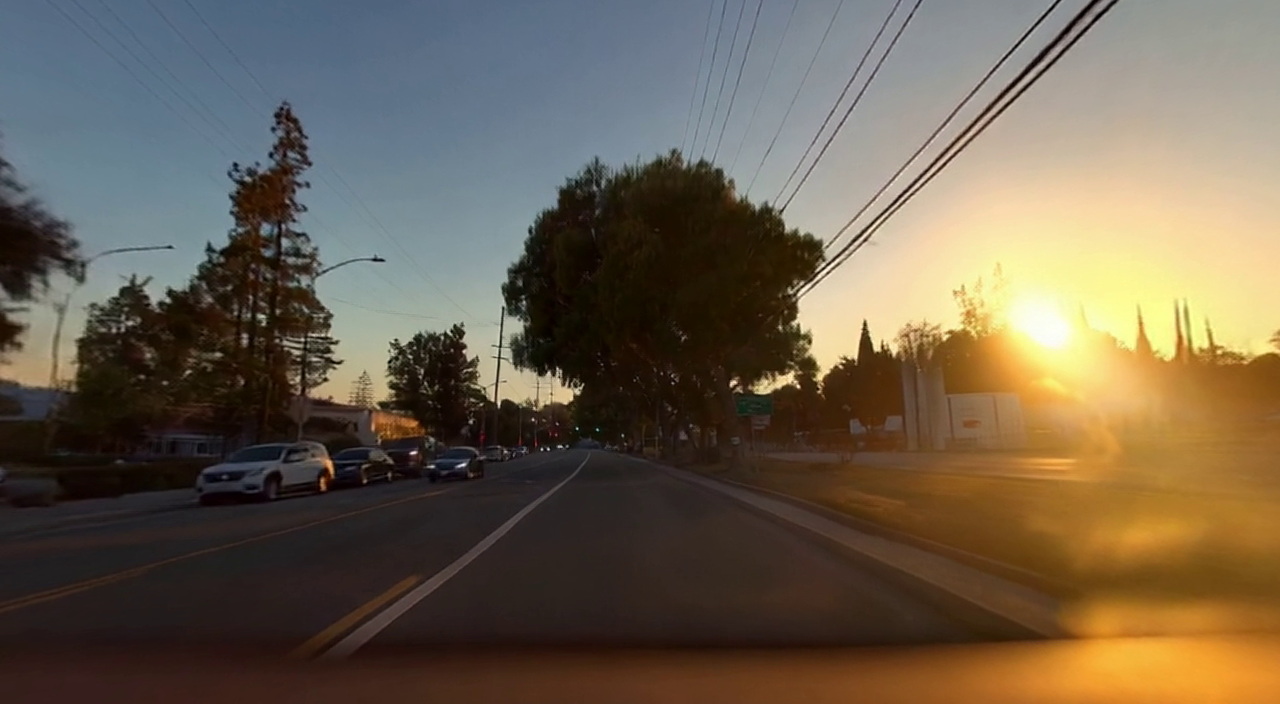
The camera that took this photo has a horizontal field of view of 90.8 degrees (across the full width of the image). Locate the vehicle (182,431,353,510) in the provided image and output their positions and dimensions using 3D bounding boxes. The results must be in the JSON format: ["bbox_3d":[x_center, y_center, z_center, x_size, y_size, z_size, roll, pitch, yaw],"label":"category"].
[{"bbox_3d":[-10.211,3.268,17.960,2.016,1.872,5.297,1,-9,-5],"label":"vehicle"}]

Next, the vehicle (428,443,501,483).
[{"bbox_3d":[-7.145,4.560,26.234,1.849,1.512,4.302,0,-9,-1],"label":"vehicle"}]

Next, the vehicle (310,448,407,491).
[{"bbox_3d":[-10.576,4.405,24.147,1.842,1.461,4.568,0,-9,-4],"label":"vehicle"}]
